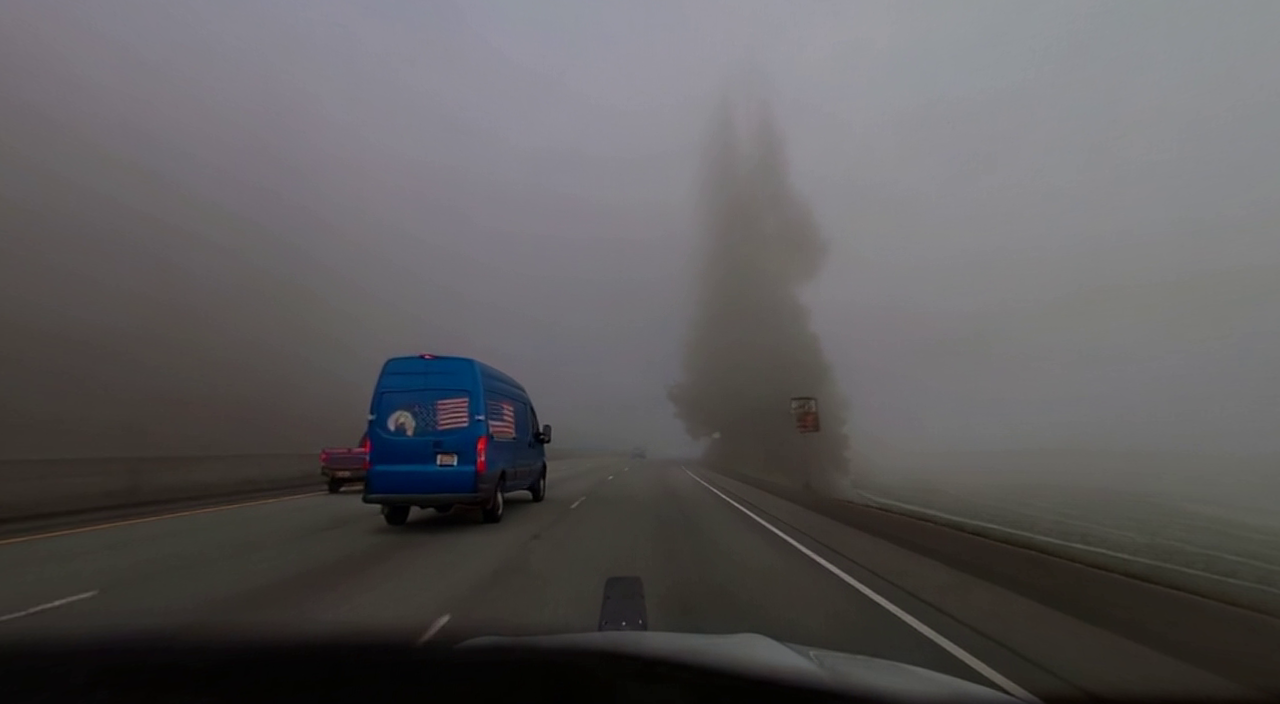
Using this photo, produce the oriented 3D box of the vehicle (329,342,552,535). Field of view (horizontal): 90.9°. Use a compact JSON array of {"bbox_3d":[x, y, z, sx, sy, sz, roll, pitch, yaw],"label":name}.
[{"bbox_3d":[-3.372,1.679,12.296,2.319,2.883,5.632,0,-8,1],"label":"vehicle"}]
